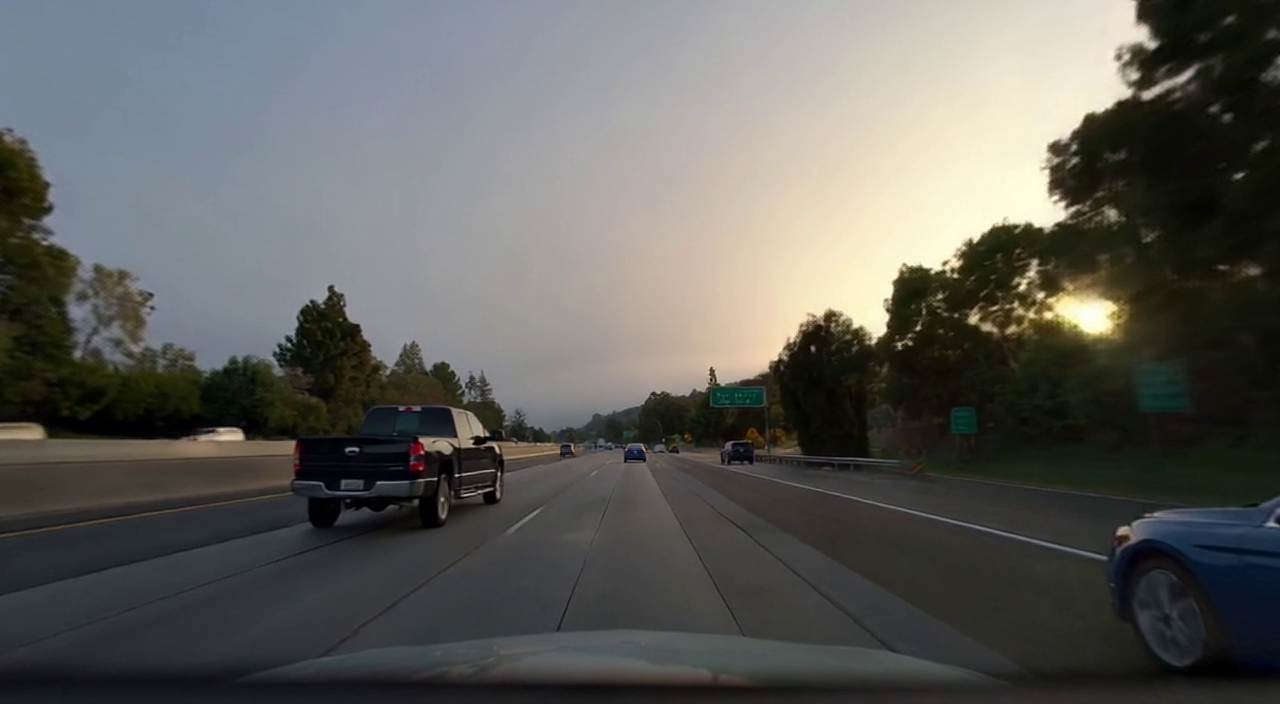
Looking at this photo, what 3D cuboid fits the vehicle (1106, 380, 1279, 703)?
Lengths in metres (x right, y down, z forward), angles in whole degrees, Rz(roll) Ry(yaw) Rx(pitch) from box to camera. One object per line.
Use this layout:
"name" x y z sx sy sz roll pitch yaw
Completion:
"vehicle" 3.063 0.592 0.293 2.072 1.501 4.694 0 -9 -1

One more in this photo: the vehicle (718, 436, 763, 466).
"vehicle" 6.752 6.758 43.126 2.103 1.898 5.310 0 -9 -1

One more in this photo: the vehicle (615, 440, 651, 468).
"vehicle" -0.456 6.498 40.461 2.157 1.642 4.189 0 -9 -1

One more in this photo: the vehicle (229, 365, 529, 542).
"vehicle" -3.759 1.698 10.903 2.592 2.179 6.034 0 -9 0
